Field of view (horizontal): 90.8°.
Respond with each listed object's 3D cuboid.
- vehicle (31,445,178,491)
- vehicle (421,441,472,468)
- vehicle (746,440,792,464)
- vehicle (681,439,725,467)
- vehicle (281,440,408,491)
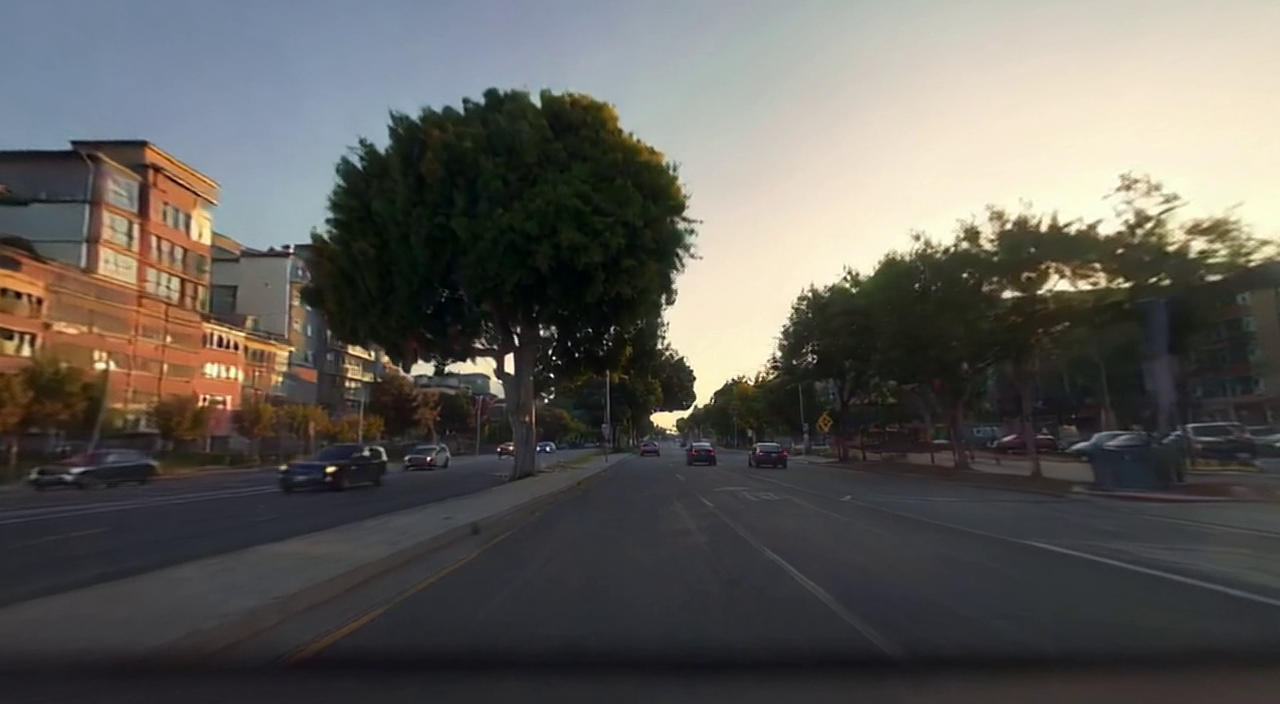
[{"bbox_3d":[-21.748,4.687,25.964,1.995,1.684,4.487,-1,-8,1],"label":"vehicle"},{"bbox_3d":[-13.041,6.918,42.842,1.953,1.688,4.435,-1,-8,1],"label":"vehicle"},{"bbox_3d":[8.098,6.329,40.116,1.932,1.439,4.159,0,-8,-1],"label":"vehicle"},{"bbox_3d":[3.601,5.846,36.829,2.020,1.479,4.650,0,-8,-1],"label":"vehicle"},{"bbox_3d":[-9.894,3.812,21.641,2.012,1.520,4.645,-1,-8,1],"label":"vehicle"}]
